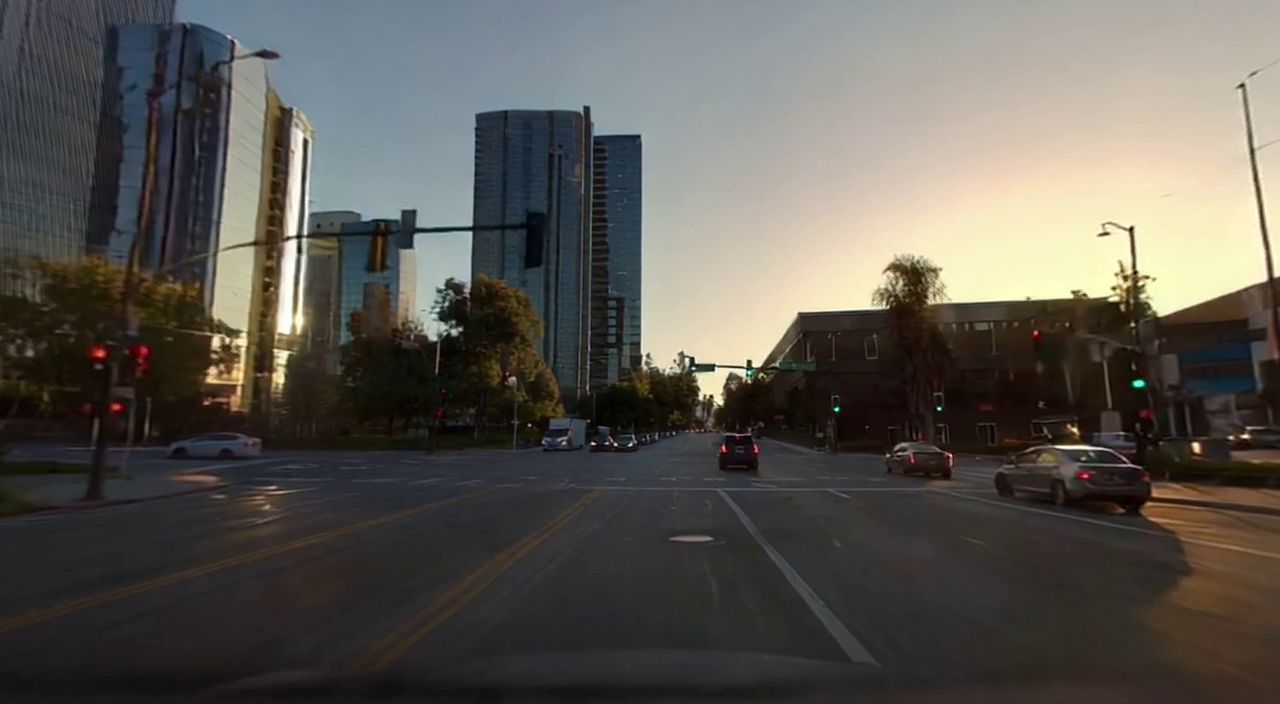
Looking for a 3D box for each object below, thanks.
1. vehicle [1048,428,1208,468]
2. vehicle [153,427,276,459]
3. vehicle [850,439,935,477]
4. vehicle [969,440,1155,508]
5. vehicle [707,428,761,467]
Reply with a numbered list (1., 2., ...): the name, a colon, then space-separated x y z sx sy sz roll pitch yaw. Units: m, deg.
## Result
1. vehicle: 25.436 5.051 32.946 6.170 1.978 2.399 0 -10 2
2. vehicle: -21.617 4.631 32.027 4.856 1.528 2.053 -1 -8 3
3. vehicle: 10.554 4.457 26.642 1.860 1.460 4.379 0 -8 1
4. vehicle: 10.452 3.019 16.043 1.896 1.463 4.296 0 -8 3
5. vehicle: 4.621 4.817 31.640 2.203 1.801 4.331 0 -9 2
